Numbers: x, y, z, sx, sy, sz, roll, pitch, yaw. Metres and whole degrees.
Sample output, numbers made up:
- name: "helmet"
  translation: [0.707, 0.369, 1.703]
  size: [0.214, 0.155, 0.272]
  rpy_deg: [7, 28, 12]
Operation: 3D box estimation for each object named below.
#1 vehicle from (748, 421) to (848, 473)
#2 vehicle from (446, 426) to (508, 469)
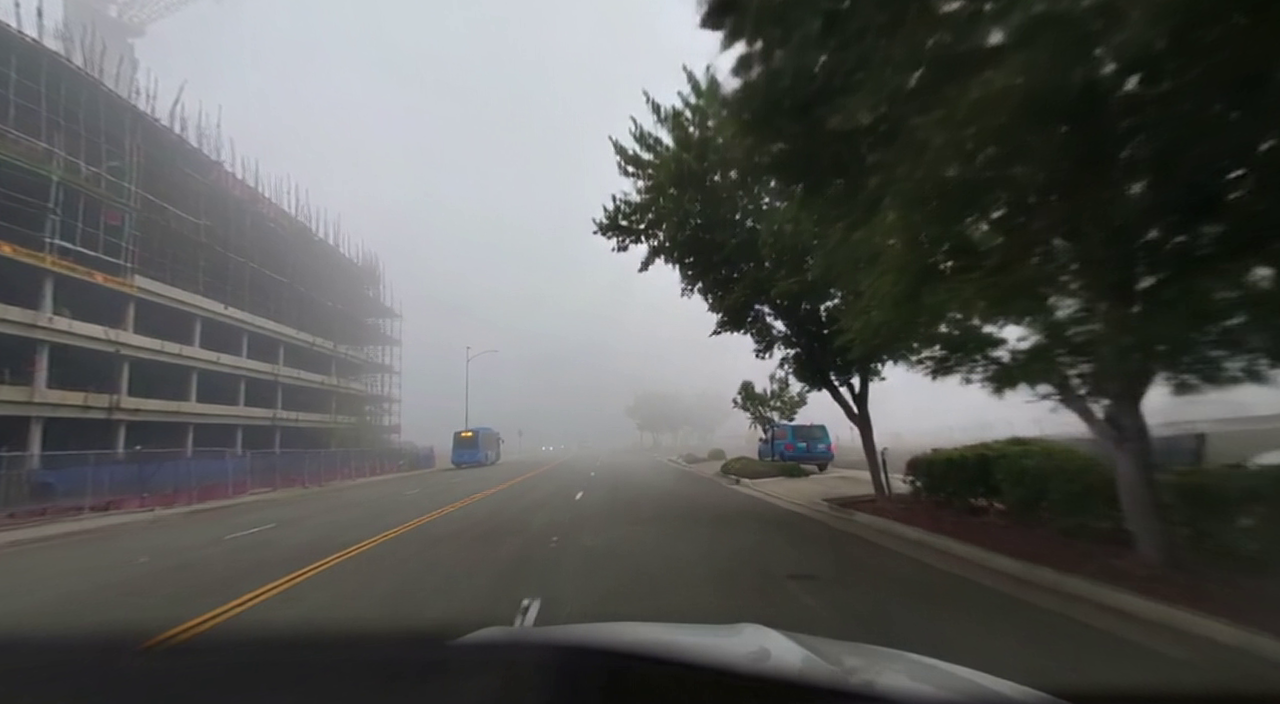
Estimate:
- name: "vehicle"
  translation: [6.364, 3.969, 26.411]
  size: [2.267, 1.911, 5.816]
  rpy_deg: [1, -9, -5]
- name: "vehicle"
  translation: [-11.735, 6.944, 45.992]
  size: [2.979, 2.803, 5.962]
  rpy_deg: [-1, -8, -1]
